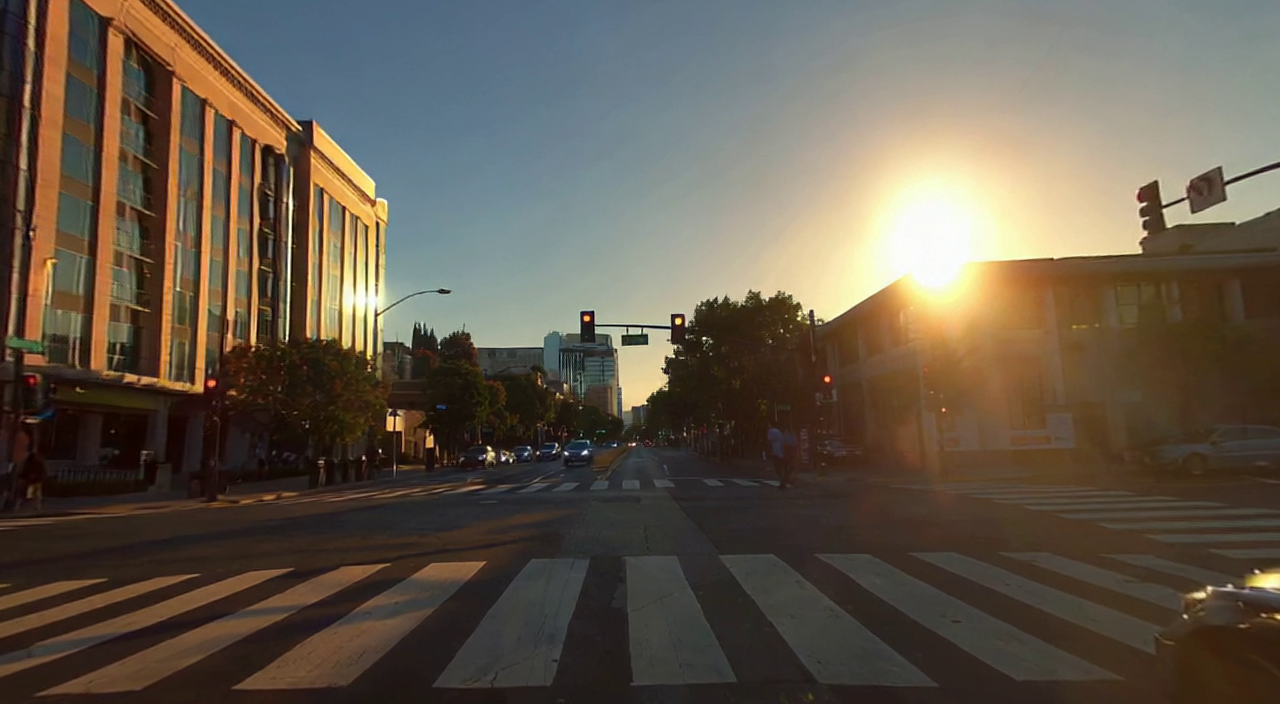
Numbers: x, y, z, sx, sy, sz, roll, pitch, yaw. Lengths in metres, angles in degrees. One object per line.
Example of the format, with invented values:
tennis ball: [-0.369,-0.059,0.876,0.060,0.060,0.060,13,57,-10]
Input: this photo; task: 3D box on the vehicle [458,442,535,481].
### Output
vehicle: [-5.880,4.542,26.473,2.127,1.473,4.428,0,-8,1]

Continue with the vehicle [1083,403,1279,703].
vehicle: [2.961,0.675,0.234,2.039,1.519,4.846,0,-8,0]
